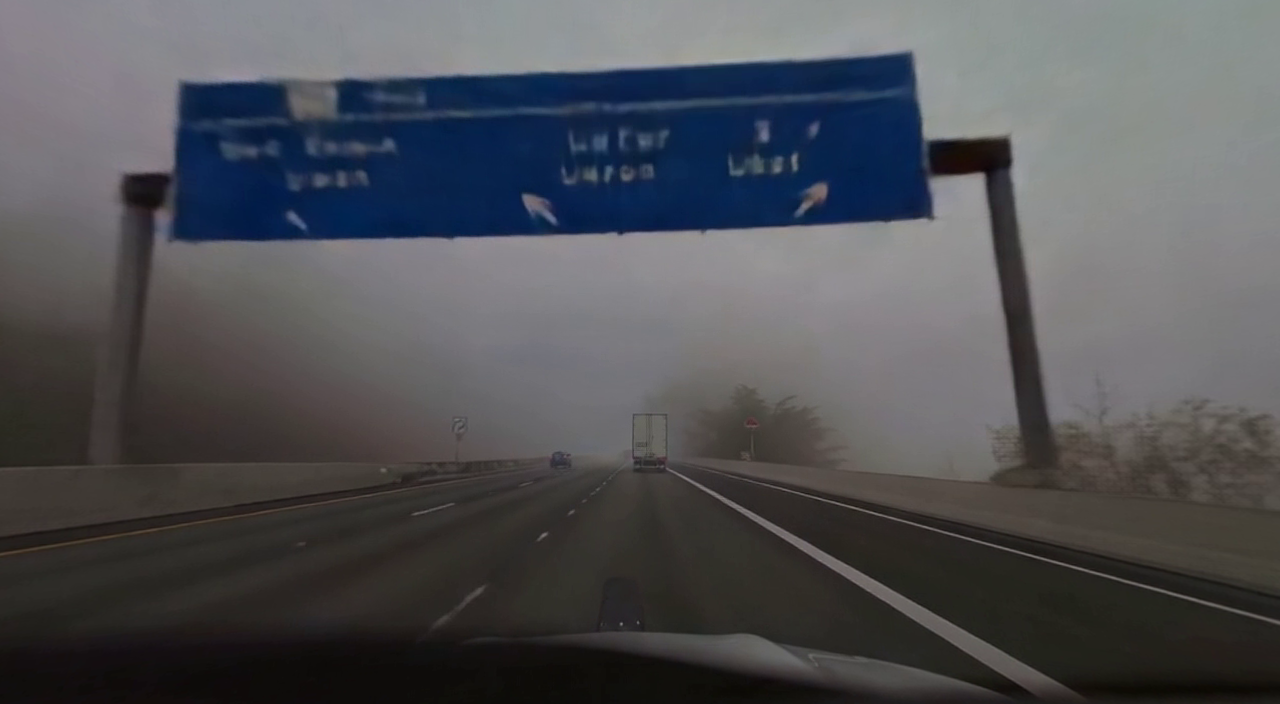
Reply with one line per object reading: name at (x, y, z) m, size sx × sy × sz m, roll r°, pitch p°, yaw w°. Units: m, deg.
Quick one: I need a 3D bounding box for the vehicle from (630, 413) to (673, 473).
vehicle at (0.724, 7.312, 49.805) m, size 2.901 × 4.032 × 14.338 m, roll 0°, pitch -9°, yaw 0°
